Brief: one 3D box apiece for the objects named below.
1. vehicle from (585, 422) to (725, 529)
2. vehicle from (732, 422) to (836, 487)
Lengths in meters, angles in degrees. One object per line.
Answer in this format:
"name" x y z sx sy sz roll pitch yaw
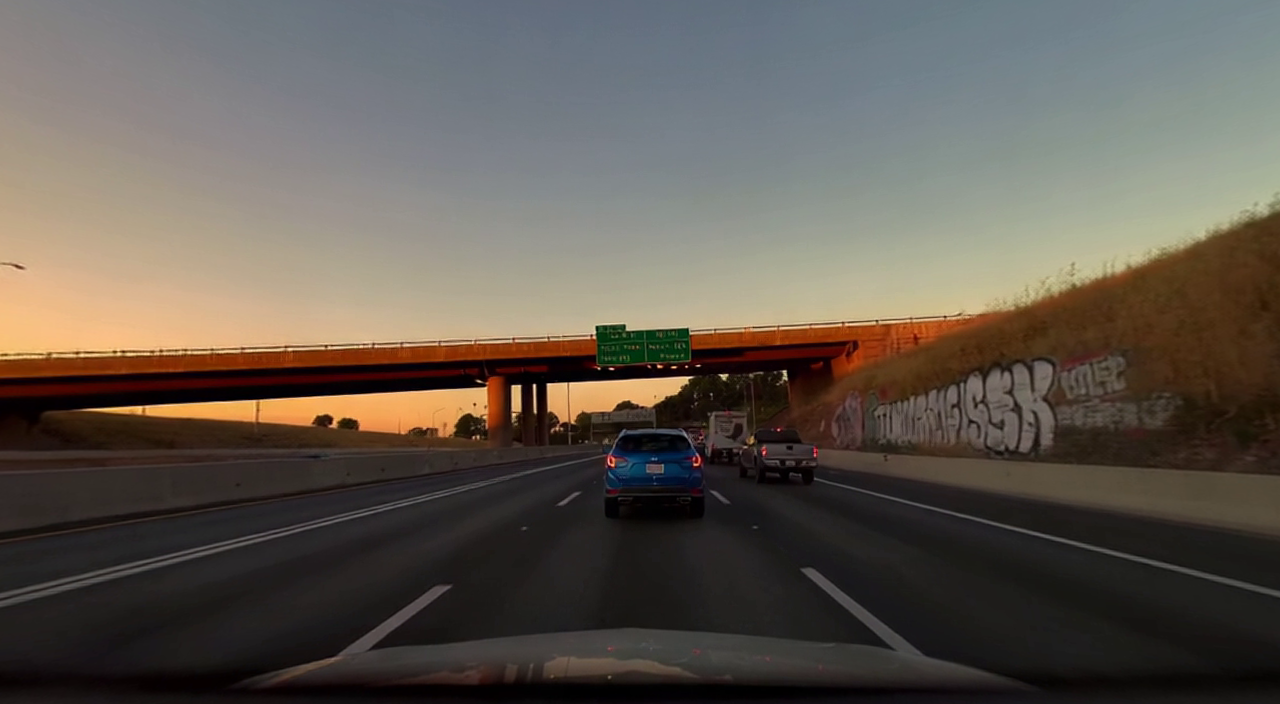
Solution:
"vehicle" 0.268 2.235 11.922 2.193 1.651 3.946 0 -8 1
"vehicle" 4.726 3.494 21.773 2.311 1.922 5.977 -1 -8 1
